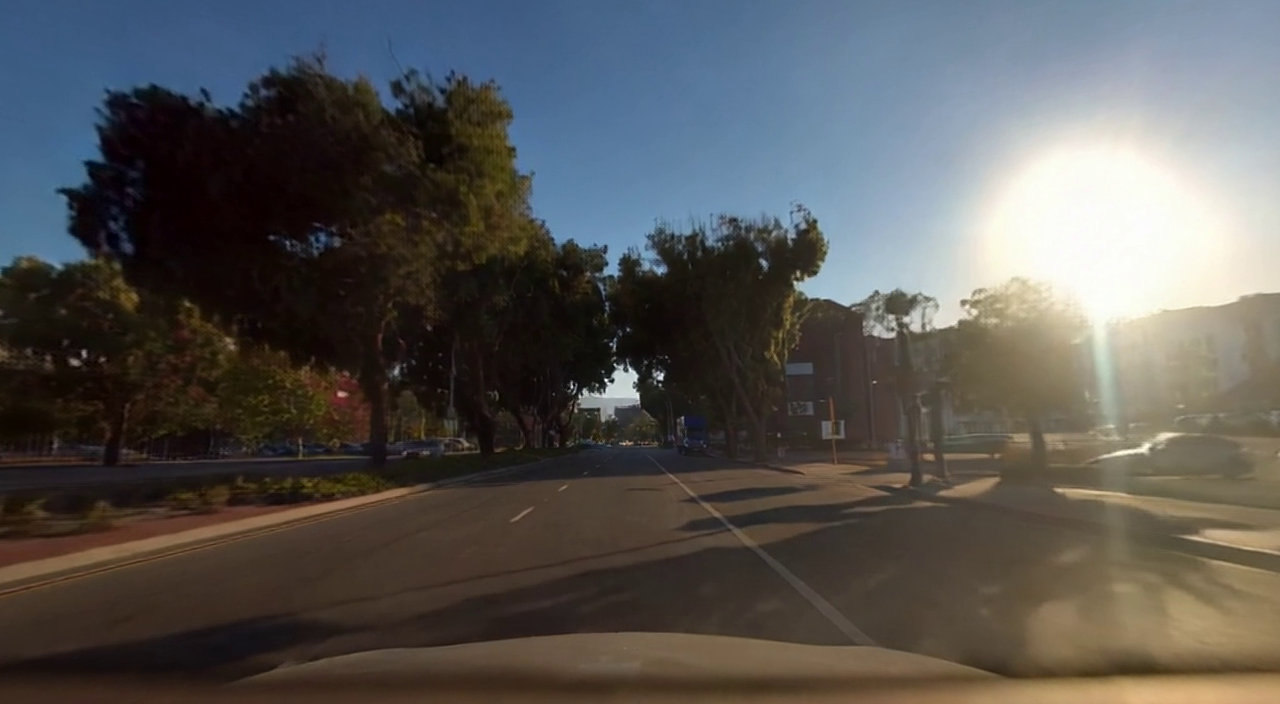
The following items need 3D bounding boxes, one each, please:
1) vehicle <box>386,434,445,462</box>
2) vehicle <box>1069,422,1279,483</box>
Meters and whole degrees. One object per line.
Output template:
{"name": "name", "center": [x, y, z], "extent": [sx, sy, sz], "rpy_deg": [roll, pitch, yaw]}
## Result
{"name": "vehicle", "center": [-12.676, 5.436, 35.944], "extent": [1.887, 1.447, 4.031], "rpy_deg": [0, -8, 0]}
{"name": "vehicle", "center": [14.992, 2.833, 17.870], "extent": [4.296, 1.596, 1.807], "rpy_deg": [0, -8, 0]}
